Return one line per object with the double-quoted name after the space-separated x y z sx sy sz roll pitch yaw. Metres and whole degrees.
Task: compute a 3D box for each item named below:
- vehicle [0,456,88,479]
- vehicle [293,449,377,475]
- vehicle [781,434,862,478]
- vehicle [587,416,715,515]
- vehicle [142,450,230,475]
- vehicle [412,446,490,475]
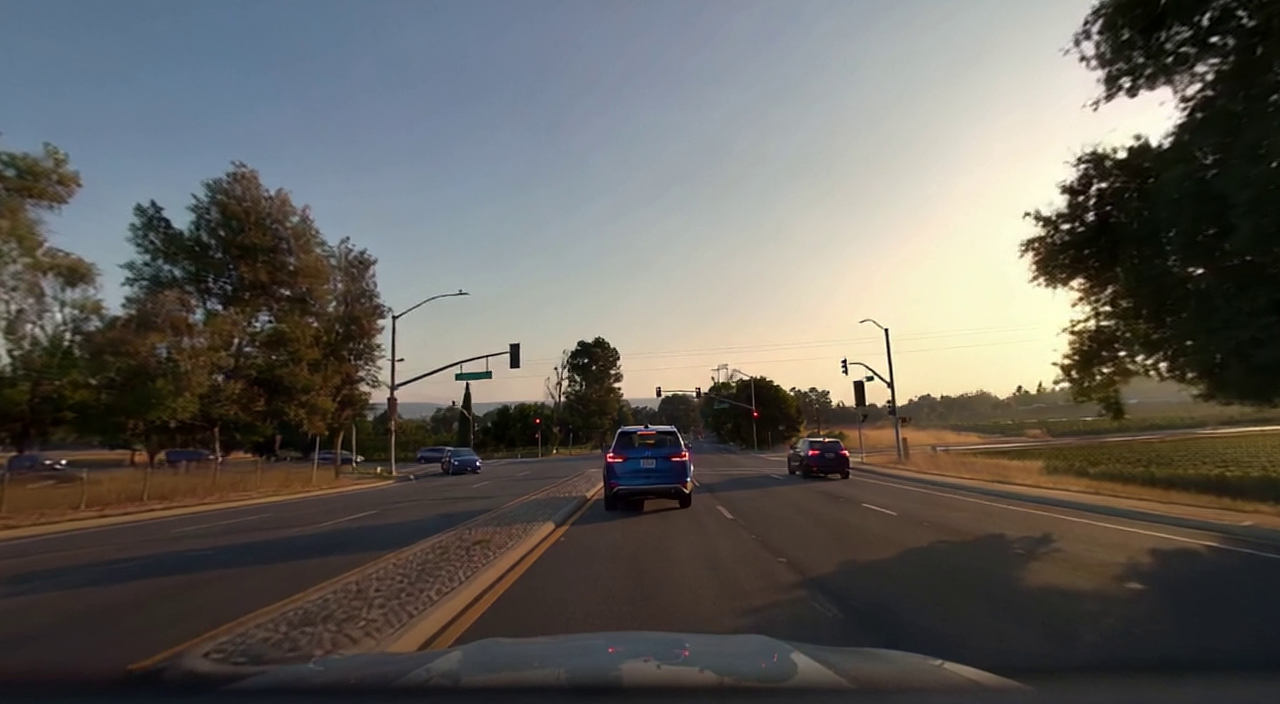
-40.953 7.874 42.979 4.559 1.458 2.265 -1 -8 3 "vehicle"
-20.044 7.196 41.527 4.510 1.606 2.192 -2 -9 12 "vehicle"
7.279 4.208 25.835 2.012 1.636 4.352 0 -8 0 "vehicle"
0.203 2.357 13.514 2.298 1.770 4.138 0 -8 0 "vehicle"
-31.458 7.654 43.760 4.608 1.680 2.026 -1 -8 3 "vehicle"
-10.906 6.168 36.166 2.425 1.480 4.707 7 -11 -41 "vehicle"
